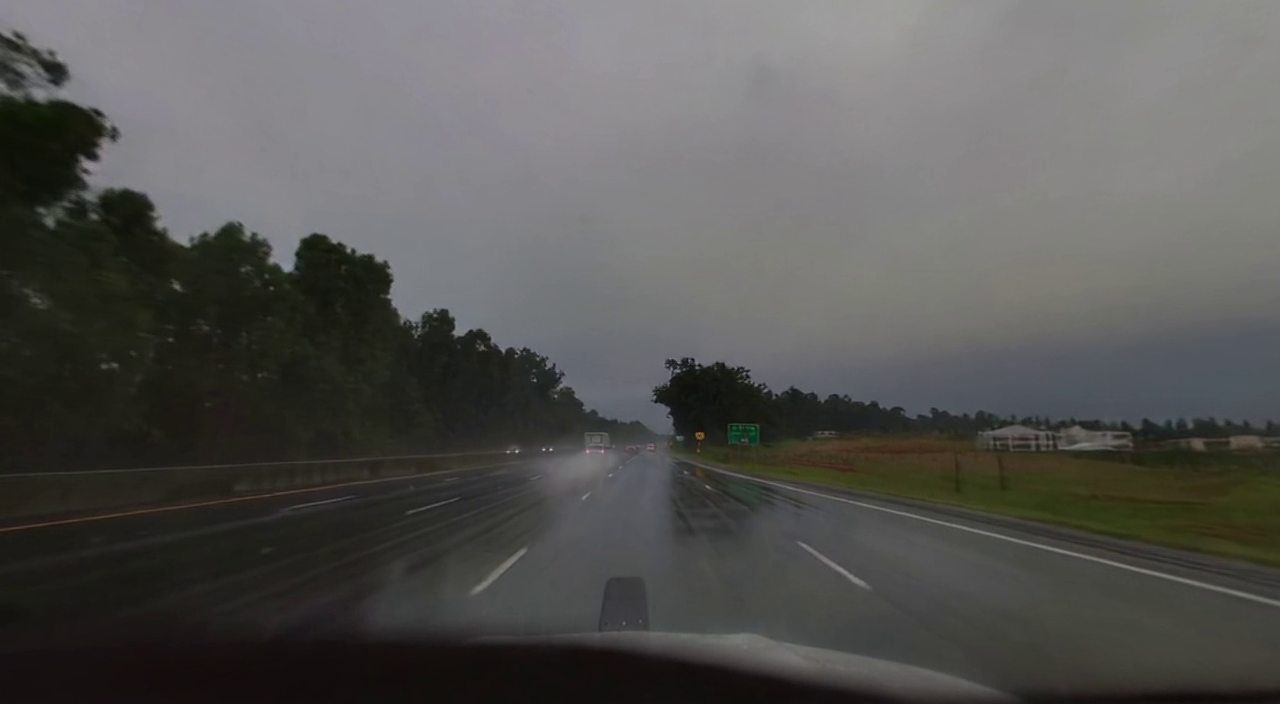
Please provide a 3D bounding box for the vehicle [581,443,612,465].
[{"bbox_3d":[-3.256,7.701,47.745,1.993,1.589,3.898,0,-8,0],"label":"vehicle"}]
